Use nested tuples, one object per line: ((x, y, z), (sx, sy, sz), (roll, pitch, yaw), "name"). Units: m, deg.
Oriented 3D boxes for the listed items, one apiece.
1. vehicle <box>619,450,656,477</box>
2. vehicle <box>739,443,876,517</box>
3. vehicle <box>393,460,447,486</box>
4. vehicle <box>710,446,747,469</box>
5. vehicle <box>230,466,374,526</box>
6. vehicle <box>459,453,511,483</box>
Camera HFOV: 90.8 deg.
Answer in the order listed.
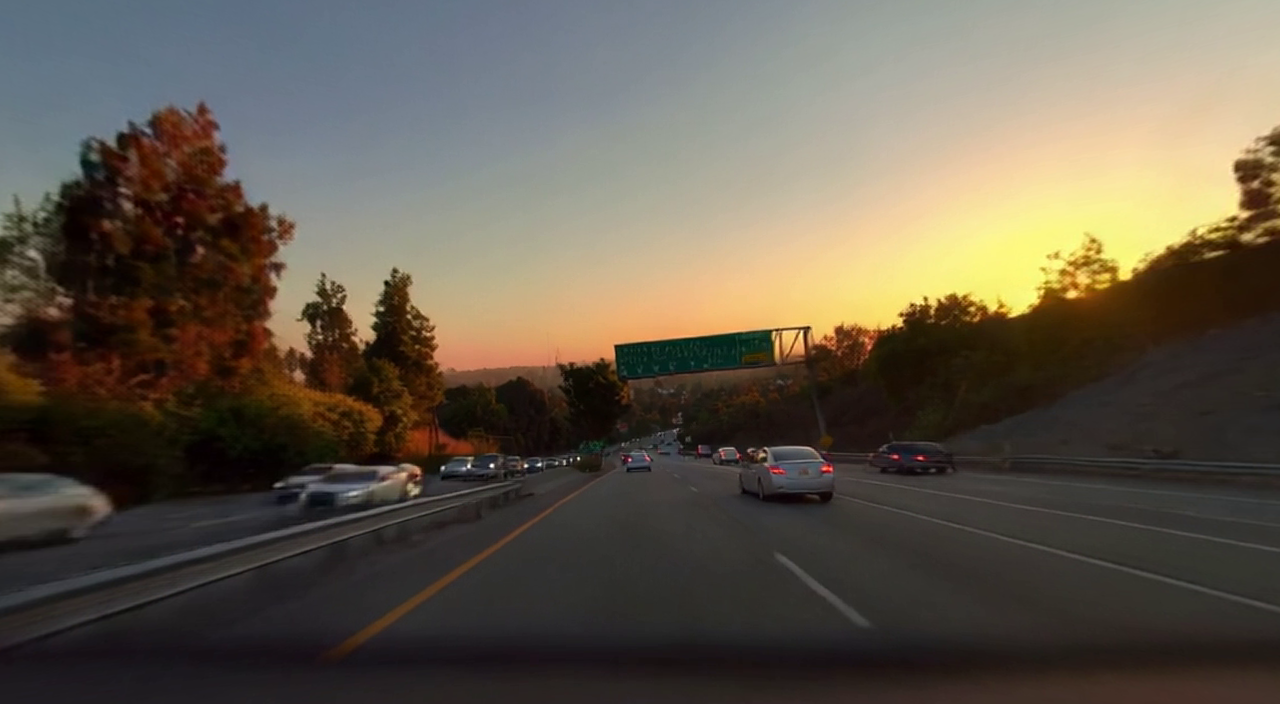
((-0.136, 6.588, 37.664), (2.090, 1.510, 4.280), (0, -9, 0), "vehicle")
((3.775, 2.948, 15.156), (1.972, 1.488, 4.335), (0, -9, -2), "vehicle")
((-13.763, 7.585, 39.818), (1.821, 1.437, 4.457), (0, -9, 0), "vehicle")
((6.678, 8.024, 48.151), (2.094, 1.652, 3.955), (0, -9, -3), "vehicle")
((-9.874, 4.224, 18.942), (1.940, 1.435, 4.312), (0, -9, 0), "vehicle")
((-10.255, 7.675, 42.166), (2.212, 1.815, 4.785), (0, -9, 0), "vehicle")
